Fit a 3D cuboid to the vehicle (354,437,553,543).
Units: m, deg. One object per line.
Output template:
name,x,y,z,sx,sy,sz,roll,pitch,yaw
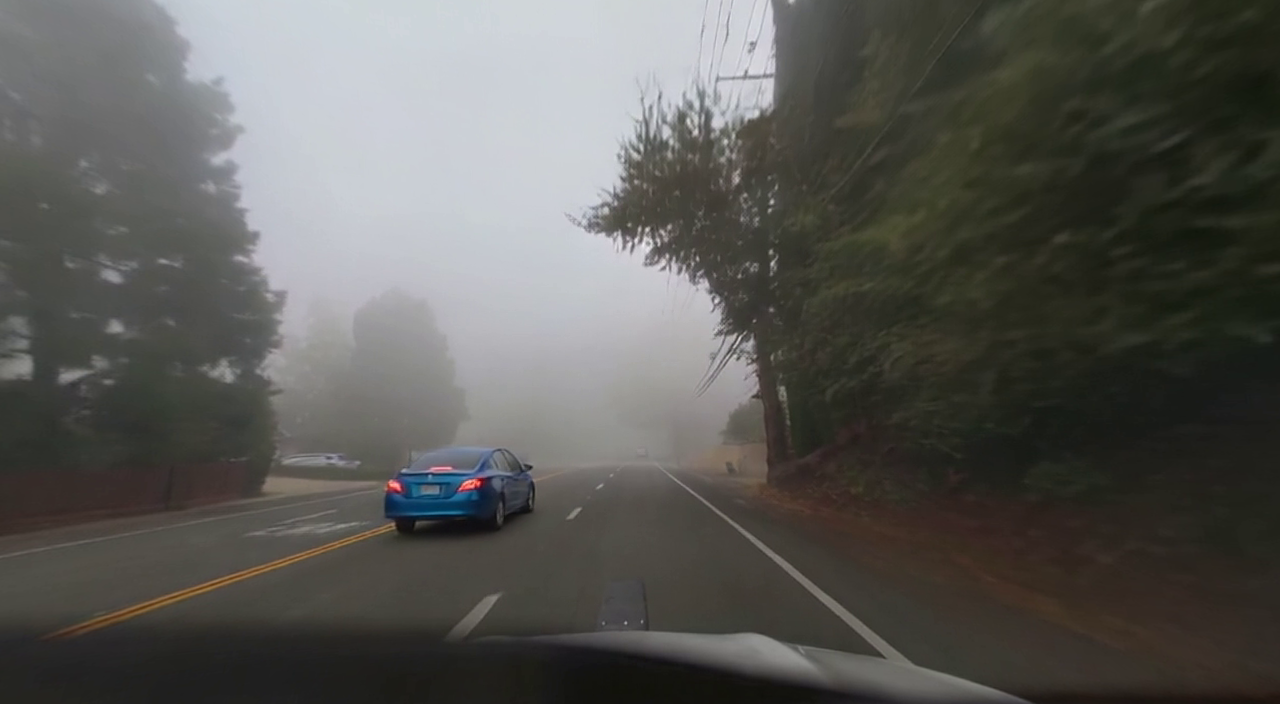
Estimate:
vehicle,-3.074,2.383,11.740,2.085,1.512,5.023,0,-8,1
